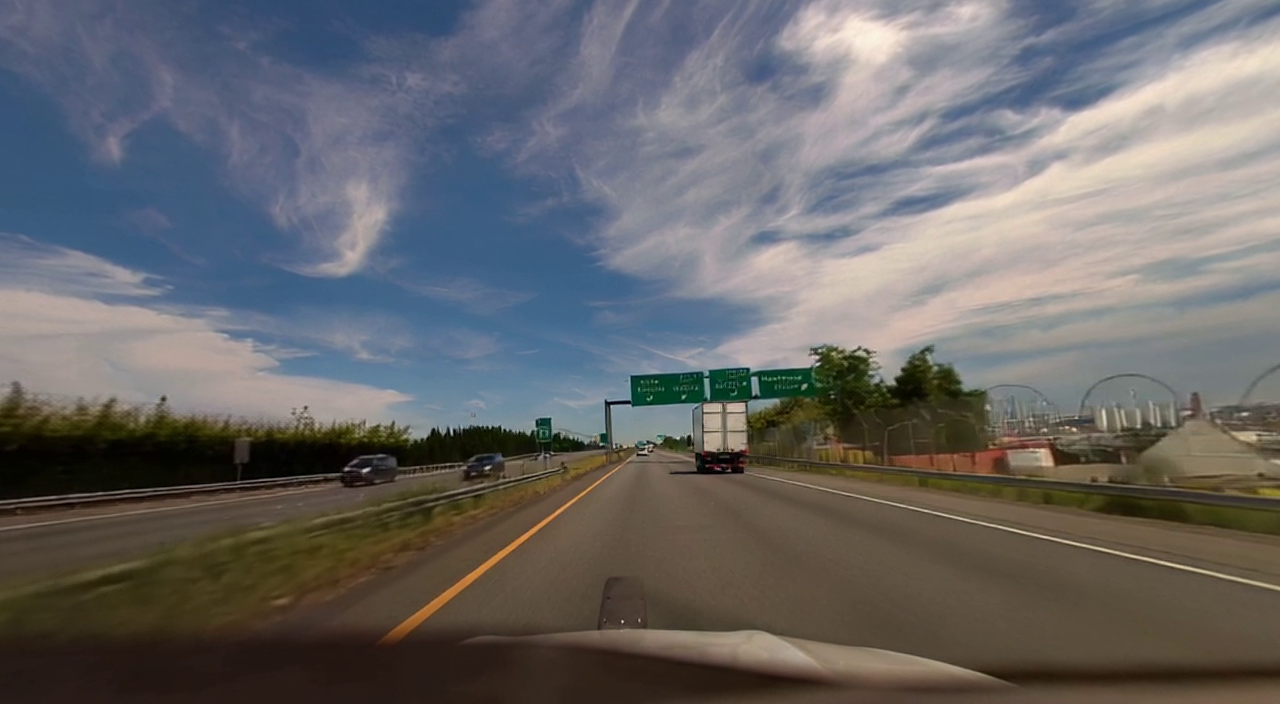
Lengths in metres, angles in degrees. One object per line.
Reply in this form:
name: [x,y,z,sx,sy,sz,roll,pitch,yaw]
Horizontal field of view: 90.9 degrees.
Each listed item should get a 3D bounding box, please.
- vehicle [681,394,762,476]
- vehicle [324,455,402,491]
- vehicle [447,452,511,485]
vehicle: [4.458,5.118,38.068,3.038,4.047,13.741,0,-9,0]
vehicle: [-13.170,5.780,30.294,1.868,1.531,4.082,0,-9,0]
vehicle: [-7.962,5.803,31.587,2.007,1.466,4.320,0,-9,1]
